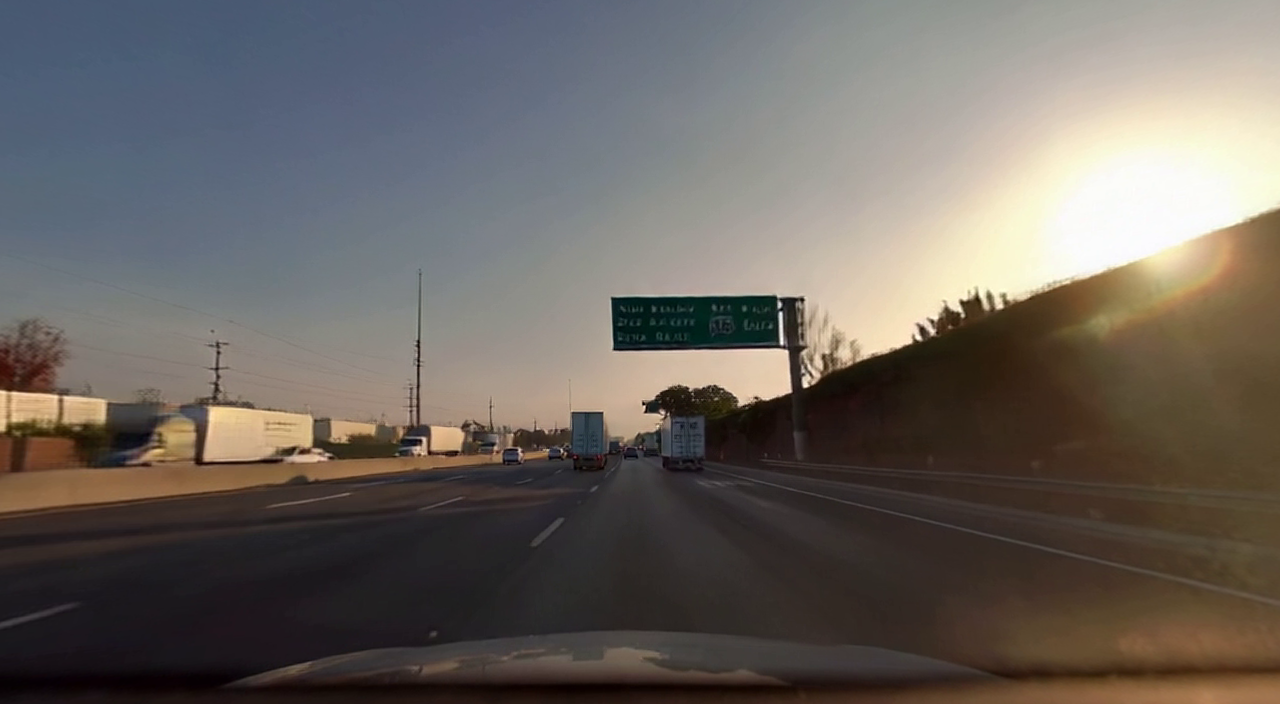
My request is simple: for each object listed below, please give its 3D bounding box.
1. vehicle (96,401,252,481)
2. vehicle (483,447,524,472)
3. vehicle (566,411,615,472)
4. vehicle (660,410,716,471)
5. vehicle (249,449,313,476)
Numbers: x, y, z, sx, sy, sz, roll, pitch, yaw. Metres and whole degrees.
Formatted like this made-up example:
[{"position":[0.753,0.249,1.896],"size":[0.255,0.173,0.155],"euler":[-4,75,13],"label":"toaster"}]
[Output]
[{"position":[-23.211,4.553,32.089],"size":[3.021,3.620,6.267],"euler":[0,-9,-1],"label":"vehicle"},{"position":[-9.584,7.588,44.770],"size":[2.132,1.679,4.045],"euler":[0,-9,-2],"label":"vehicle"},{"position":[-3.640,6.962,49.688],"size":[2.848,4.098,13.421],"euler":[1,-8,0],"label":"vehicle"},{"position":[3.410,6.980,49.924],"size":[2.908,3.898,17.275],"euler":[2,-8,0],"label":"vehicle"},{"position":[-19.350,5.945,34.240],"size":[1.473,1.361,3.328],"euler":[0,-9,1],"label":"vehicle"}]
